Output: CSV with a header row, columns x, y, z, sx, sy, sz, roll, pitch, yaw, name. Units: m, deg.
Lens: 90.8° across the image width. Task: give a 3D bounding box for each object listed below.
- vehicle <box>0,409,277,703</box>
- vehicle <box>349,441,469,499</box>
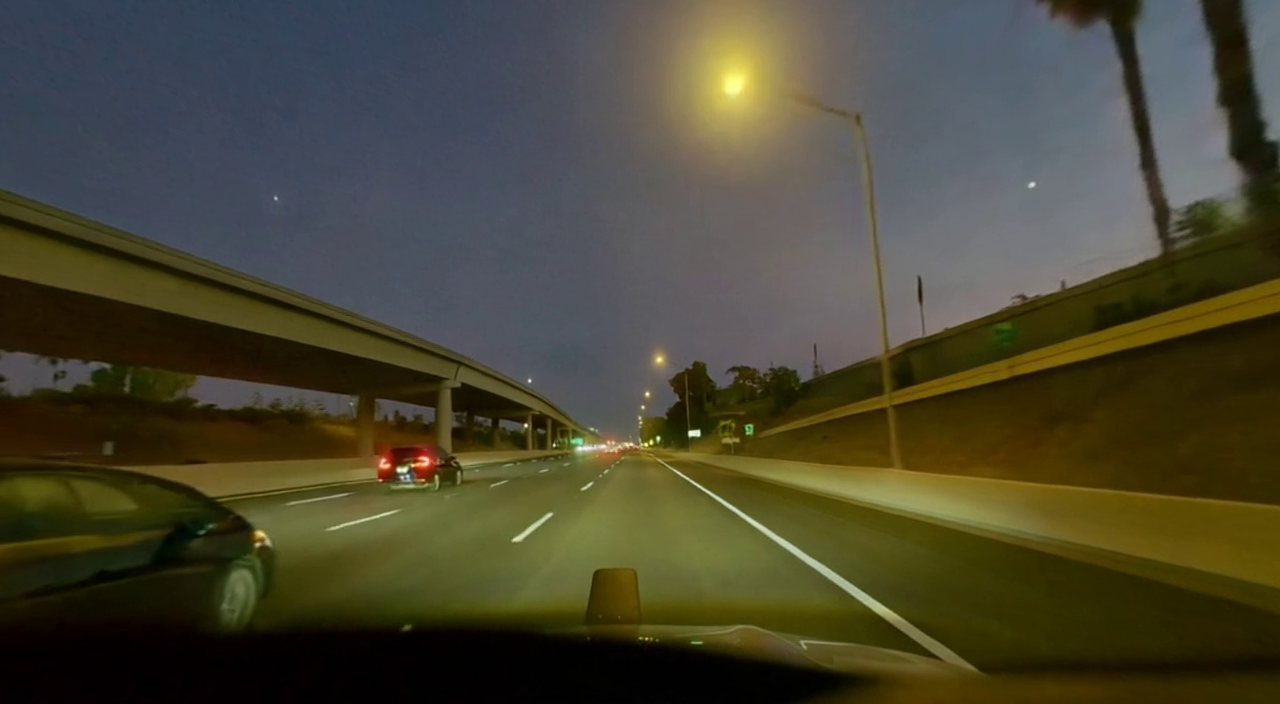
x,y,z,sx,sy,sz,roll,pitch,yaw,name
-3.527,0.912,1.989,1.978,1.499,4.695,0,-9,0,vehicle
-6.661,3.425,18.778,1.914,1.503,4.268,0,-9,0,vehicle
